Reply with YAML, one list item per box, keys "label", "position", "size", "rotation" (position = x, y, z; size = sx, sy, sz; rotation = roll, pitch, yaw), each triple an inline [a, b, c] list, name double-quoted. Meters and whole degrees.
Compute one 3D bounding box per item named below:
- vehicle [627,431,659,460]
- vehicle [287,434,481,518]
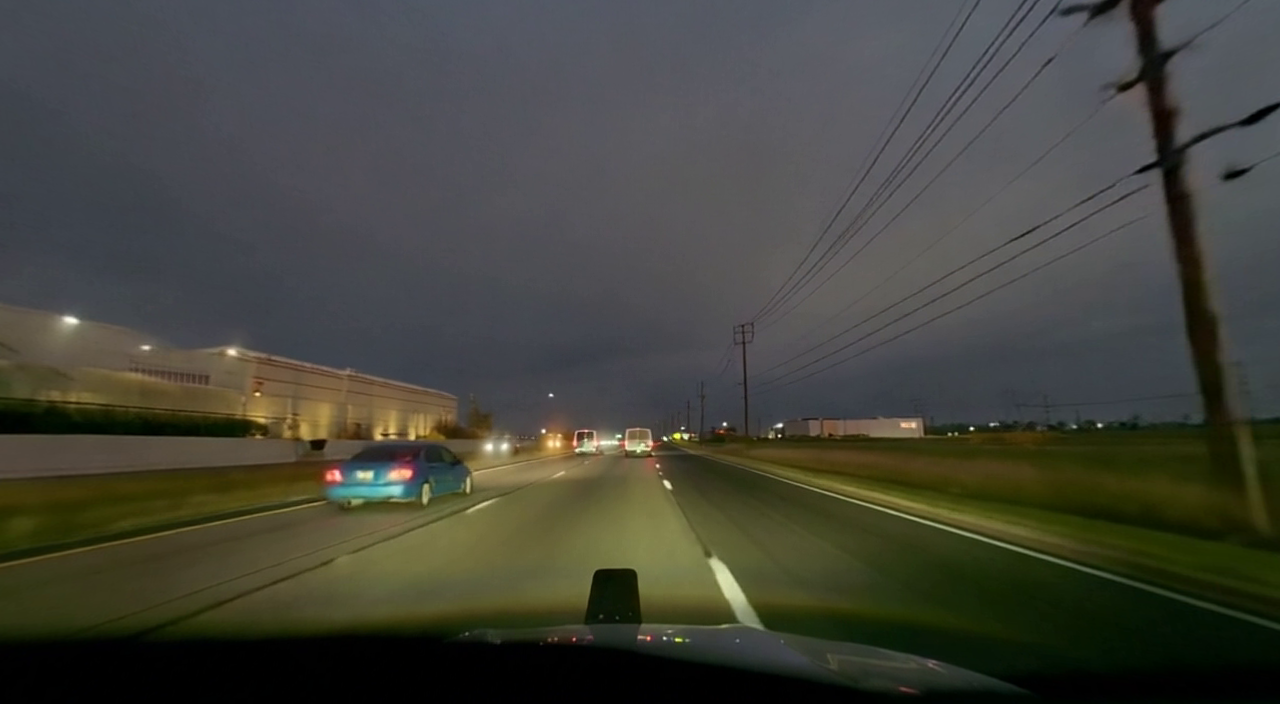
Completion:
- label: "vehicle"
  position: [0.175, 6.754, 45.741]
  size: [2.213, 1.997, 4.456]
  rotation: [0, -8, -1]
- label: "vehicle"
  position: [-5.133, 2.524, 13.547]
  size: [2.087, 1.464, 4.853]
  rotation: [0, -8, 1]
